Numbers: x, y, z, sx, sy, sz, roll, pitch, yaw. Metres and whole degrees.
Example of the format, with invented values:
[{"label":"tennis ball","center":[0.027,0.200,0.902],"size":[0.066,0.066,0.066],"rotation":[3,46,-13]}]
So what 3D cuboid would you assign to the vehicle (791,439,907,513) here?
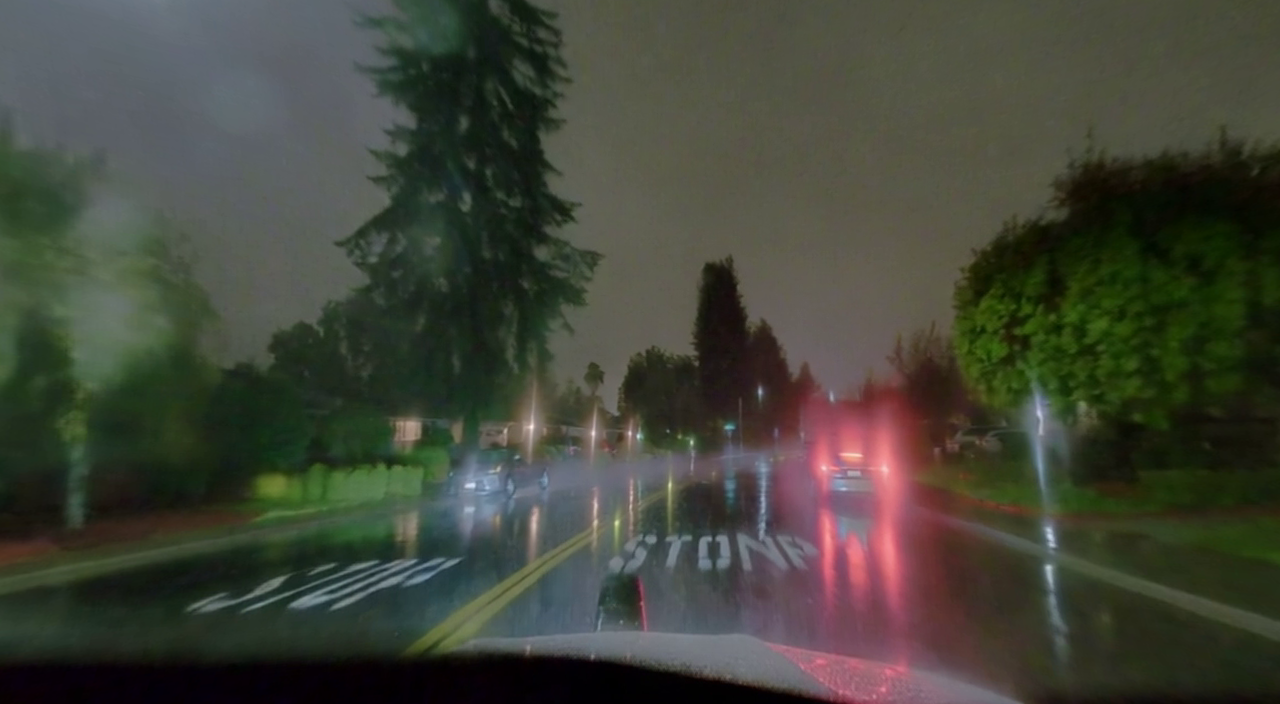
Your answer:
[{"label":"vehicle","center":[4.863,2.897,15.441],"size":[2.045,1.478,4.914],"rotation":[-2,-9,11]}]

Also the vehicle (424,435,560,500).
[{"label":"vehicle","center":[-4.301,3.453,19.332],"size":[2.030,1.696,4.828],"rotation":[-2,-9,14]}]
